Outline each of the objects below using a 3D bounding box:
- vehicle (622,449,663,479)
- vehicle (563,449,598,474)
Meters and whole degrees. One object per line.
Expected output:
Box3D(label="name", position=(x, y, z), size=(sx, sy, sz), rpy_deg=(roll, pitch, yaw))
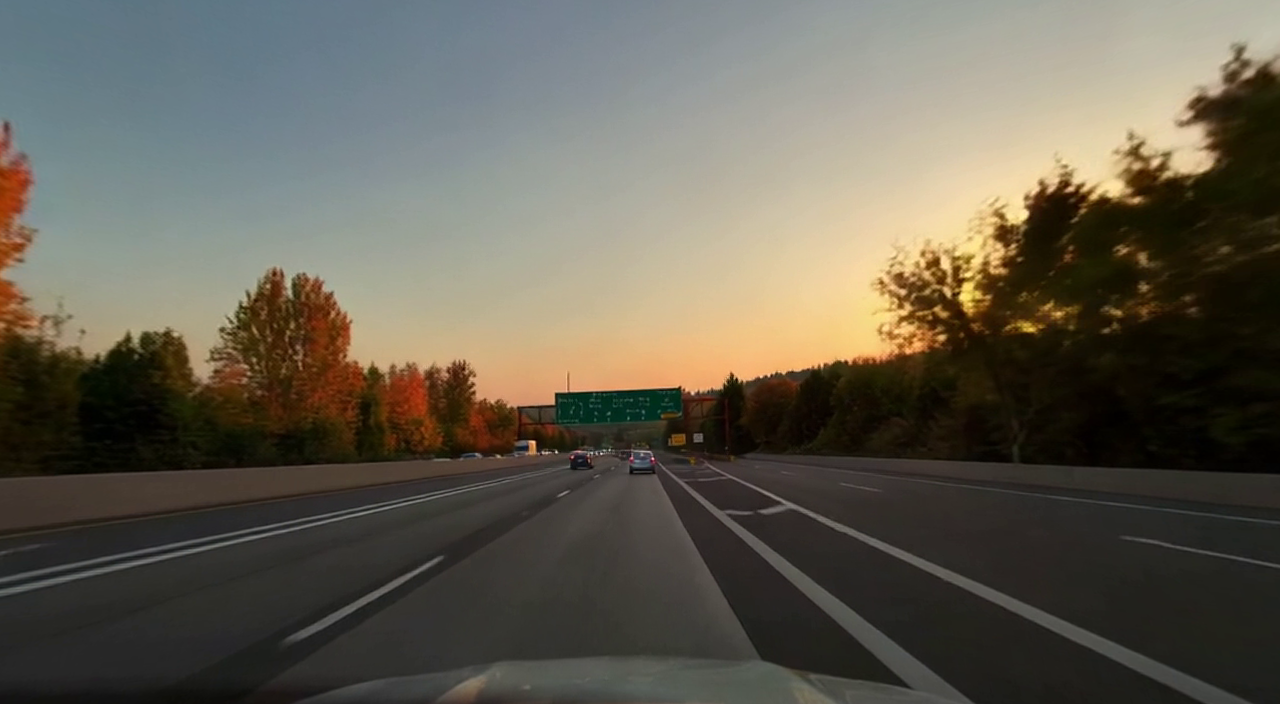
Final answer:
Box3D(label="vehicle", position=(0.092, 5.735, 32.424), size=(2.002, 1.449, 3.612), rpy_deg=(0, -9, -1))
Box3D(label="vehicle", position=(-3.868, 7.189, 41.580), size=(1.877, 1.504, 3.799), rpy_deg=(0, -9, 1))
